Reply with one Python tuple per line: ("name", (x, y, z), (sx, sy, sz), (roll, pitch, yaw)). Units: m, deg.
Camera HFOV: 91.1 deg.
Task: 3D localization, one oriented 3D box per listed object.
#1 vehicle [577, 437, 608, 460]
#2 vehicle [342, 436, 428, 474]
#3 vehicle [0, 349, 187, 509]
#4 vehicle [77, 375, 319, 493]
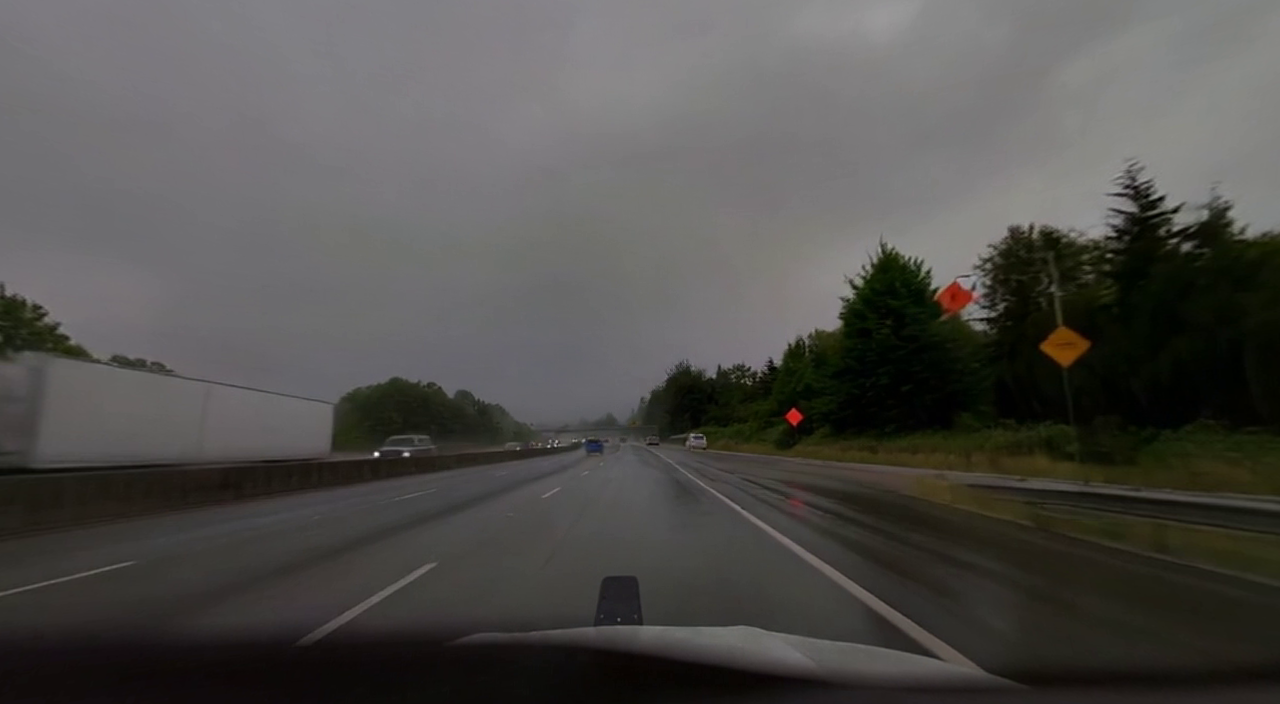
("vehicle", (-3.560, 7.315, 47.887), (2.125, 1.662, 4.336), (0, -8, -1))
("vehicle", (-12.514, 5.076, 31.211), (2.197, 1.702, 4.842), (0, -8, 0))
("vehicle", (-16.579, 1.872, 15.164), (2.934, 3.737, 10.958), (0, -8, 1))
("vehicle", (-16.530, 3.272, 24.746), (2.910, 3.732, 8.947), (-1, -8, 0))
